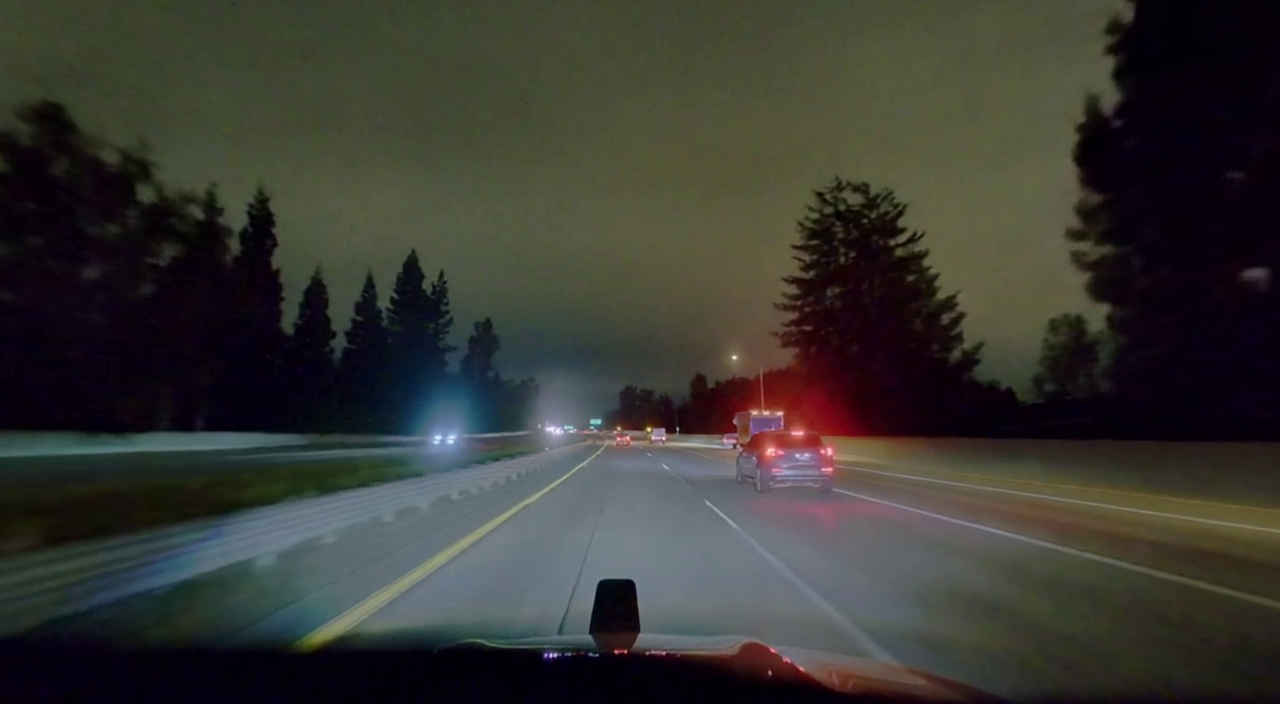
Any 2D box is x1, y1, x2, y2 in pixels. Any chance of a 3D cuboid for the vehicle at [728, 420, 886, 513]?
[{"bbox_3d":[3.122,2.218,12.707,2.002,1.569,3.845,0,-8,-2],"label":"vehicle"}]
